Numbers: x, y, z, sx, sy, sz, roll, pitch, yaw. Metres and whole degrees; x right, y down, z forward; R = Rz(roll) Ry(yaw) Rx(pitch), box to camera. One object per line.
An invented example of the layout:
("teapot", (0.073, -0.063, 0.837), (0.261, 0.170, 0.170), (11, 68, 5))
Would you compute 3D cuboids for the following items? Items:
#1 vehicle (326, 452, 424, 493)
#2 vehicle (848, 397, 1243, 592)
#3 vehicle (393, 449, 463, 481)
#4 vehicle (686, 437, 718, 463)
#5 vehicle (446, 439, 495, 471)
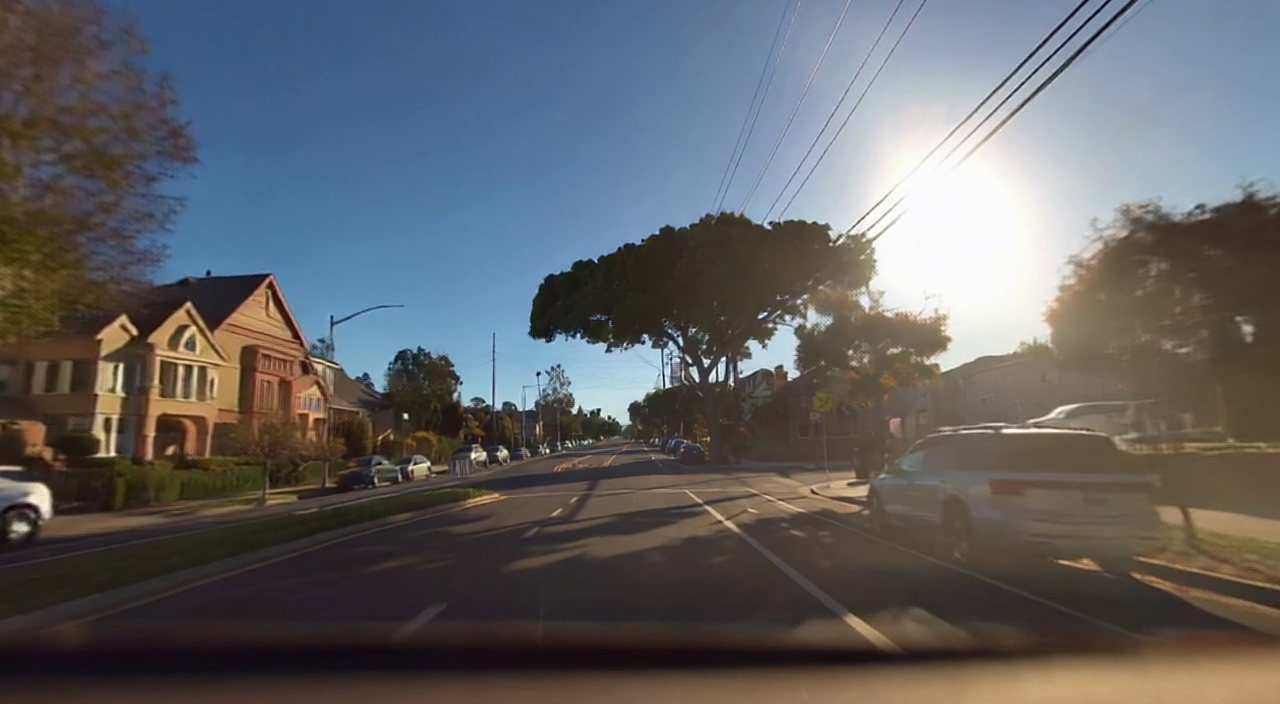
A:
("vehicle", (-11.166, 5.073, 27.050), (1.970, 1.523, 4.702), (-1, -8, 2))
("vehicle", (4.518, 1.647, 8.116), (2.126, 1.802, 4.259), (0, -8, -2))
("vehicle", (-11.129, 5.937, 33.554), (2.082, 1.540, 4.654), (0, -8, 0))
("vehicle", (4.293, 6.844, 44.277), (1.867, 1.680, 4.176), (0, -8, 0))
("vehicle", (-11.223, 6.850, 42.278), (2.056, 1.980, 4.763), (0, -8, -1))
